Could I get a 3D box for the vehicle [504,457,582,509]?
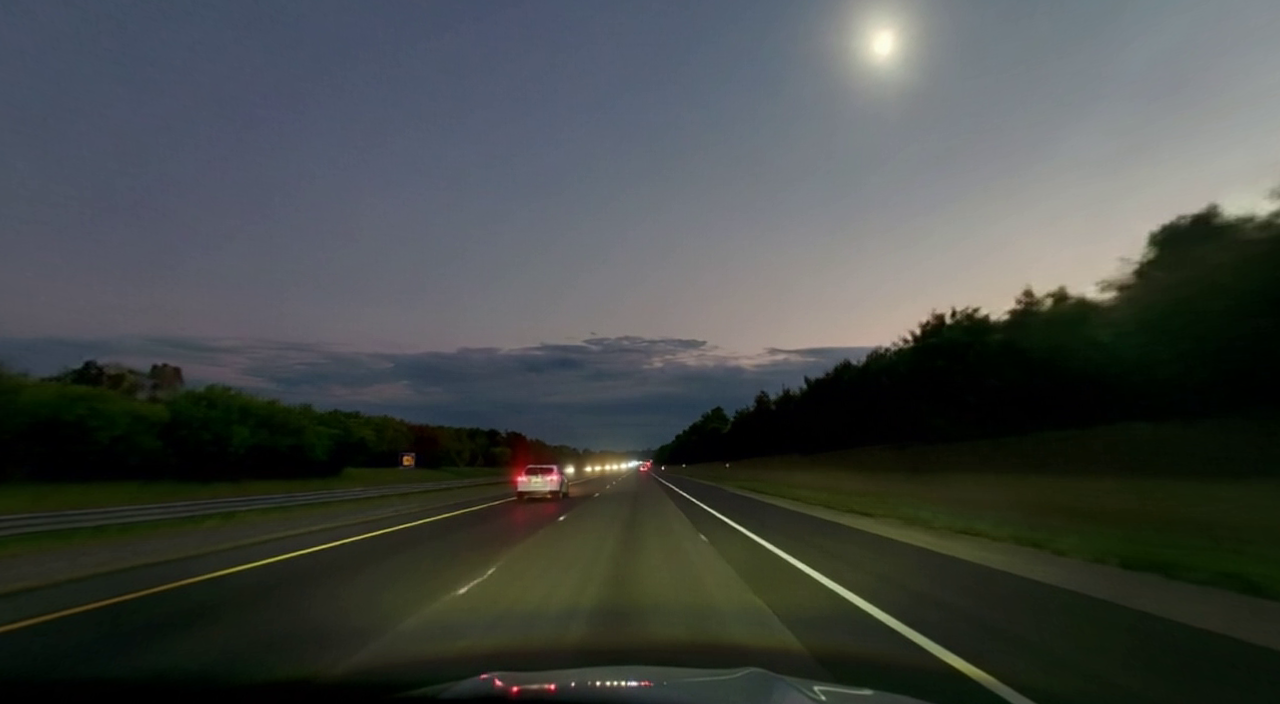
[{"bbox_3d":[-3.184,4.432,21.517,1.900,1.550,4.146,1,-10,1],"label":"vehicle"}]
